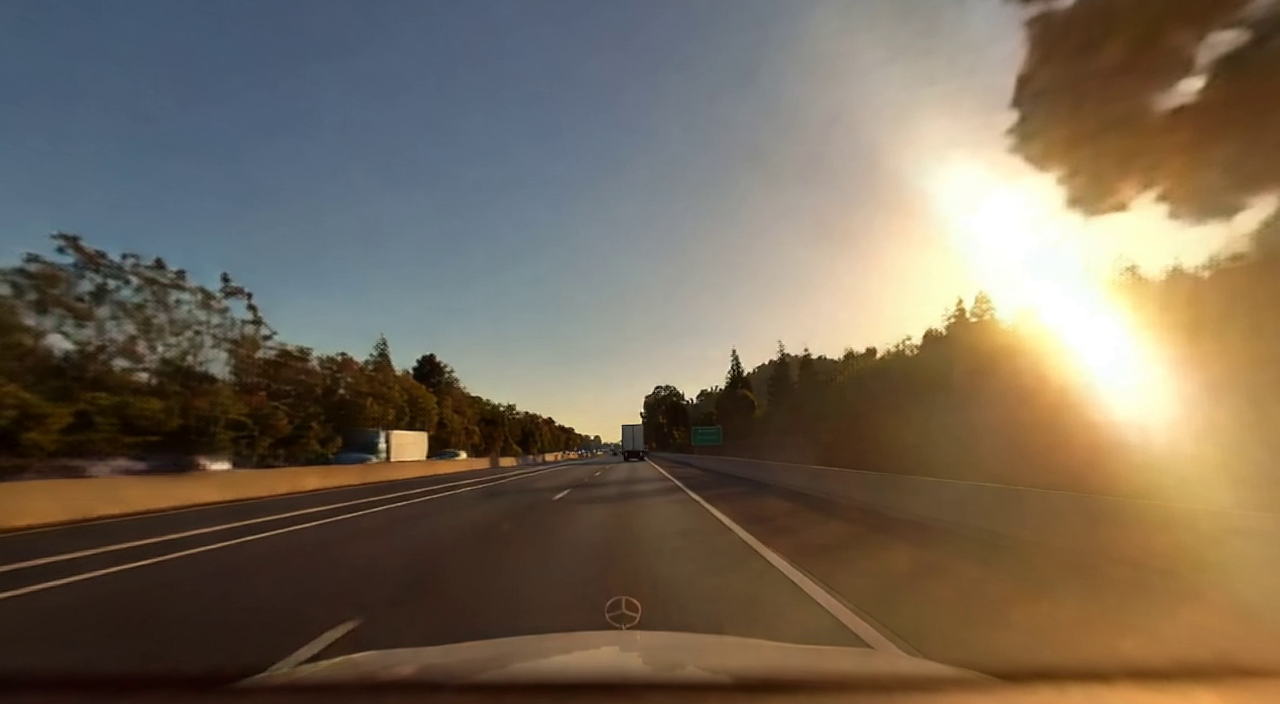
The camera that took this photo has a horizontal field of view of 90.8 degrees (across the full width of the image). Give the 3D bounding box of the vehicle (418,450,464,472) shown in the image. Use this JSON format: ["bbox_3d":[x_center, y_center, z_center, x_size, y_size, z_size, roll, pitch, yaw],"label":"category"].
[{"bbox_3d":[-13.717,7.539,43.755,1.893,1.486,4.135,0,-9,0],"label":"vehicle"}]

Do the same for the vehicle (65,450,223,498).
[{"bbox_3d":[-17.998,4.427,23.296,1.950,1.586,4.785,0,-9,0],"label":"vehicle"}]

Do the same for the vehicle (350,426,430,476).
[{"bbox_3d":[-17.830,7.157,45.632,2.698,3.285,7.761,0,-9,-1],"label":"vehicle"}]
